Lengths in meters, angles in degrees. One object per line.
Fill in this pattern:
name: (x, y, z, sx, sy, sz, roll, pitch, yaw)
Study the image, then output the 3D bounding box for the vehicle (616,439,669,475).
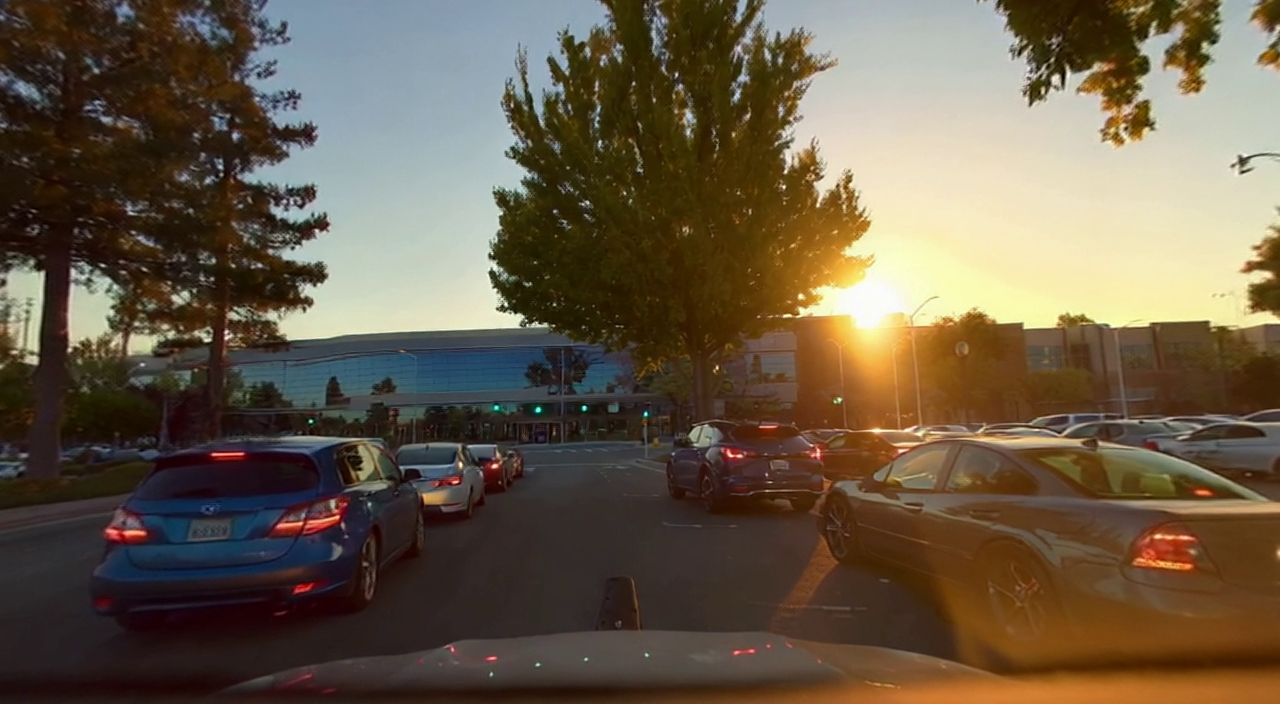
vehicle: (0.017, 4.806, 29.135, 1.910, 1.493, 4.490, 1, -8, -6)

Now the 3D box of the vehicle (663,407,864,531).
vehicle: (2.050, 2.243, 12.769, 2.324, 1.907, 5.634, 1, -8, -7)

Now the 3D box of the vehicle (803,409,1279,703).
vehicle: (3.240, 1.387, 5.533, 1.904, 1.494, 4.864, 1, -8, -6)

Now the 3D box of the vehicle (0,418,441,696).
vehicle: (-3.036, 1.460, 5.824, 1.968, 1.497, 4.286, 2, -9, -14)

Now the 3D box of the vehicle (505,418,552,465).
vehicle: (-8.378, 6.873, 48.306, 2.820, 3.263, 7.986, 1, -8, -5)

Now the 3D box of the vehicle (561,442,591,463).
vehicle: (-4.726, 7.389, 46.495, 2.095, 1.473, 4.301, 1, -8, -6)
